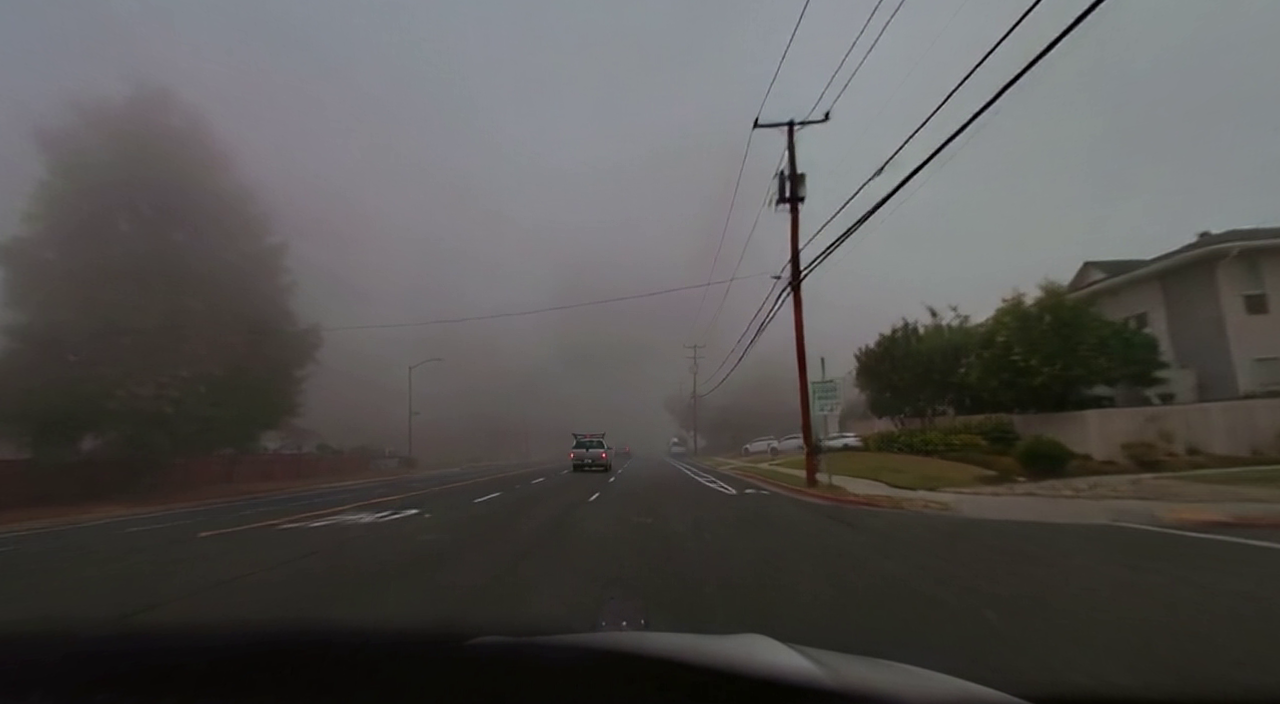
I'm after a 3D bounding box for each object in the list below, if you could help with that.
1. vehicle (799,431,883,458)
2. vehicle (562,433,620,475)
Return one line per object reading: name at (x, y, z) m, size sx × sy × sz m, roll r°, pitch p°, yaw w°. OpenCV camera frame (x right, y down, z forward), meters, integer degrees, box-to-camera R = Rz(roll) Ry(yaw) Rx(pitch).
vehicle at (12.043, 5.609, 37.975) m, size 2.212 × 1.404 × 4.283 m, roll 2°, pitch -10°, yaw -33°
vehicle at (-2.317, 5.016, 31.104) m, size 2.327 × 1.861 × 4.941 m, roll 0°, pitch -9°, yaw 2°
